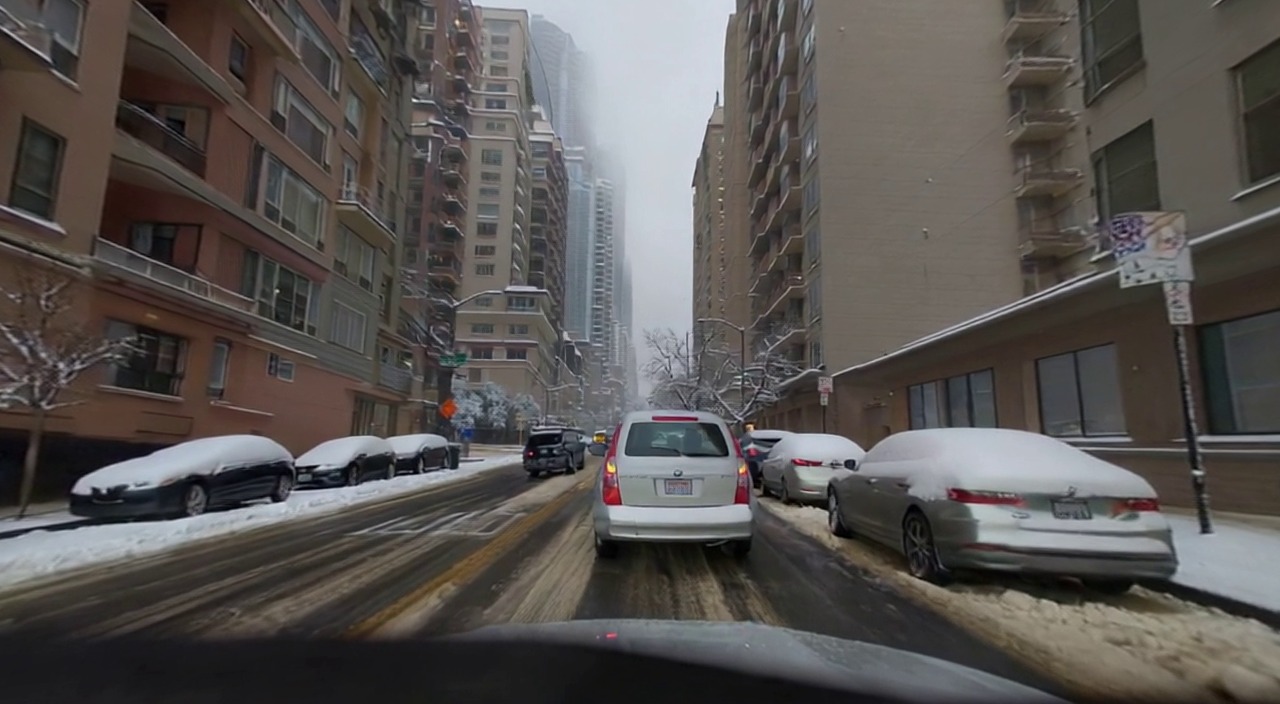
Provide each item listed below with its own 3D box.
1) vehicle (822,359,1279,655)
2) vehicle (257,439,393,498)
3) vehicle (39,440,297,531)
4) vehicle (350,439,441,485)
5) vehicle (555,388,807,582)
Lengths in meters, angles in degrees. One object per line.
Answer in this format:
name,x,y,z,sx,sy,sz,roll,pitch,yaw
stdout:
vehicle,3.585,1.284,6.264,2.158,1.828,4.573,0,-8,0
vehicle,-9.377,3.471,19.230,1.955,1.555,4.424,0,-8,-2
vehicle,-9.440,2.655,13.209,2.002,1.546,4.339,0,-8,1
vehicle,-9.225,4.156,24.201,1.900,1.577,4.172,0,-8,-2
vehicle,0.387,1.501,7.803,2.261,1.740,4.065,0,-8,1
